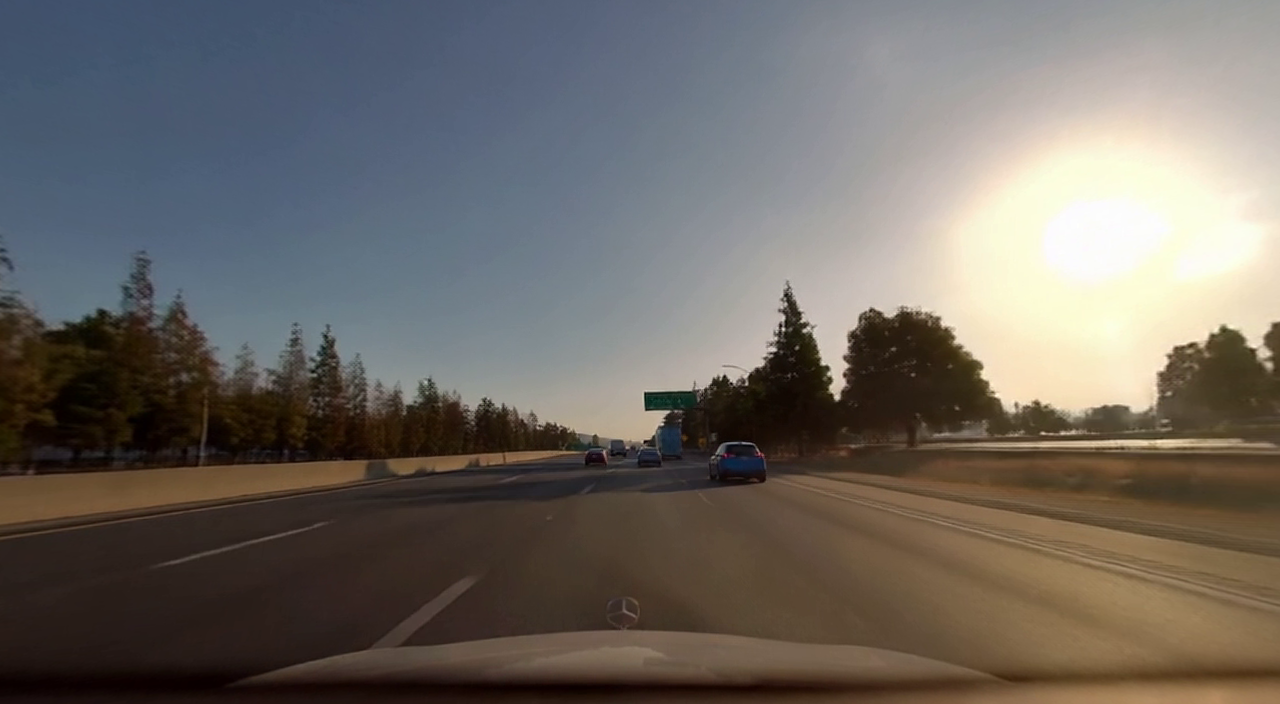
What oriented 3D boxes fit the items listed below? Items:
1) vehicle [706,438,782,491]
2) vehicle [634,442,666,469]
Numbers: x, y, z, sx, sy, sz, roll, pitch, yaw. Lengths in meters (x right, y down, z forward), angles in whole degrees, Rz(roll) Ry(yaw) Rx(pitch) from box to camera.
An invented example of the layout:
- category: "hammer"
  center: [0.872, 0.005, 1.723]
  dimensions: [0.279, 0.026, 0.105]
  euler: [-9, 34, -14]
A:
- category: "vehicle"
  center: [3.720, 4.125, 23.400]
  dimensions: [2.082, 1.720, 4.393]
  euler: [1, -9, 0]
- category: "vehicle"
  center: [0.649, 7.424, 45.167]
  dimensions: [2.205, 1.785, 4.423]
  euler: [1, -9, -1]
